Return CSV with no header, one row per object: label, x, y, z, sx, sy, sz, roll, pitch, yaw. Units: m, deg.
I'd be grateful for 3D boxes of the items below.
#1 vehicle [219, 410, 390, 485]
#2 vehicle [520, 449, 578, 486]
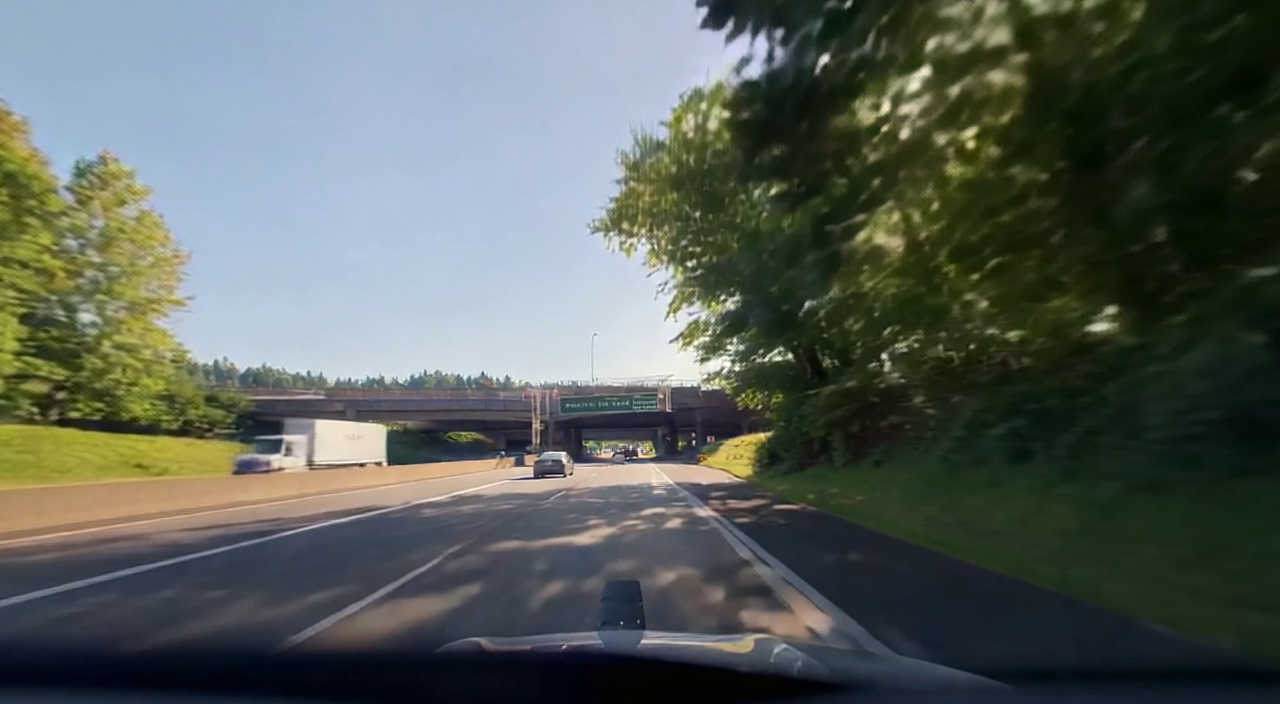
vehicle,-20.300,6.107,40.132,2.907,3.842,14.891,0,-9,-1
vehicle,-4.013,5.175,28.551,1.992,1.504,4.117,0,-9,1
